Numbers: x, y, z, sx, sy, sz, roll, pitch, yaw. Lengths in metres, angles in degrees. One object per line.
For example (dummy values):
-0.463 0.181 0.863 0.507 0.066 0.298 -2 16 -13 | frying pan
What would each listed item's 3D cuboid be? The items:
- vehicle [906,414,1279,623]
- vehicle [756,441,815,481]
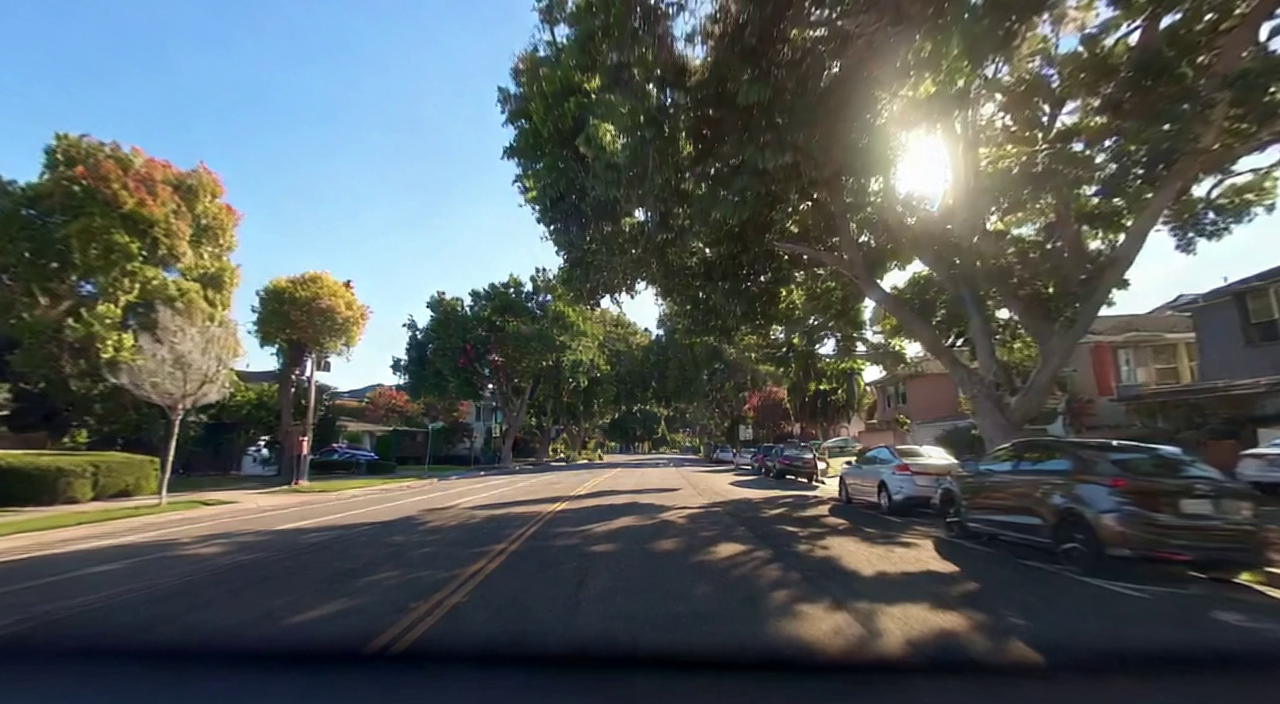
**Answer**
5.219 1.703 7.593 2.085 1.647 5.027 -1 -9 3 | vehicle
6.482 4.879 28.563 1.798 1.669 3.626 0 -9 0 | vehicle
